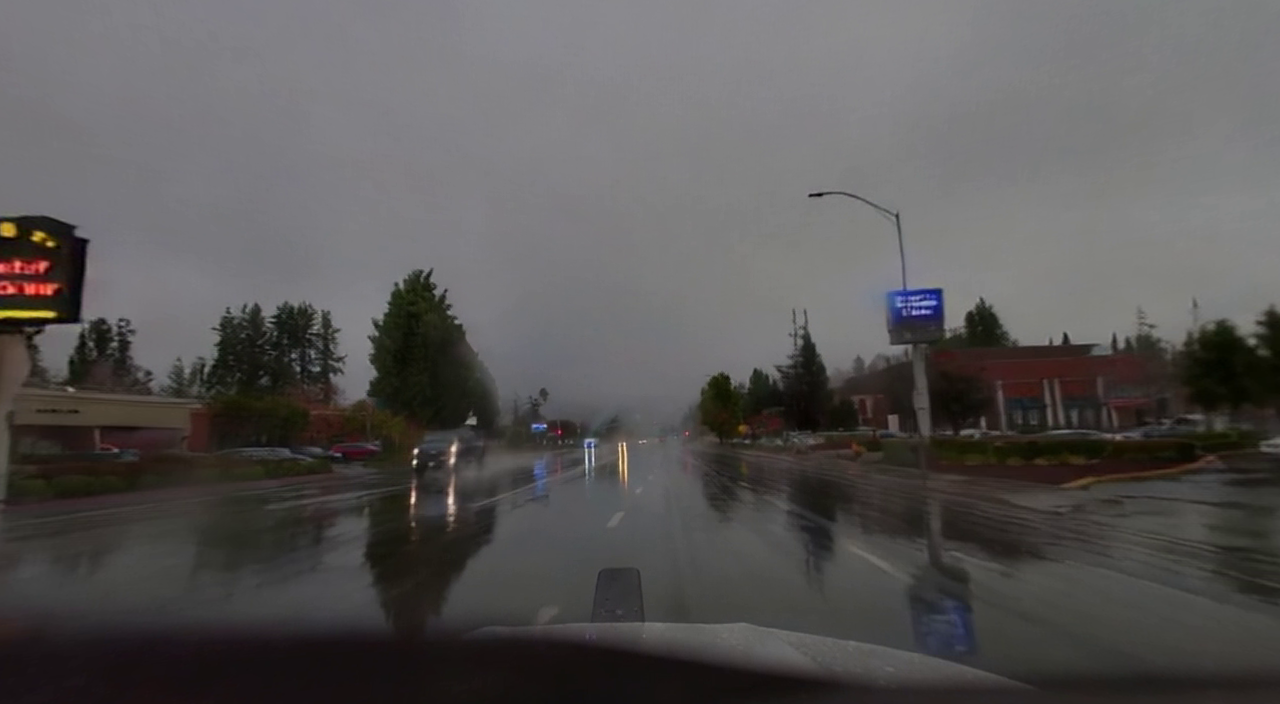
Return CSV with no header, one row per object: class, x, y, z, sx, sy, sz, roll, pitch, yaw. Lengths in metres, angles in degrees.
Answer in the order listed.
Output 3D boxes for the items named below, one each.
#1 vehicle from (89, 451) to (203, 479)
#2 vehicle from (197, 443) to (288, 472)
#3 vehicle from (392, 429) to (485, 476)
vehicle,-26.649,6.111,34.199,4.553,1.445,1.942,0,-8,2
vehicle,-25.876,6.883,41.227,4.620,1.801,2.017,0,-8,2
vehicle,-8.824,4.459,28.291,2.157,1.883,5.286,0,-8,3
